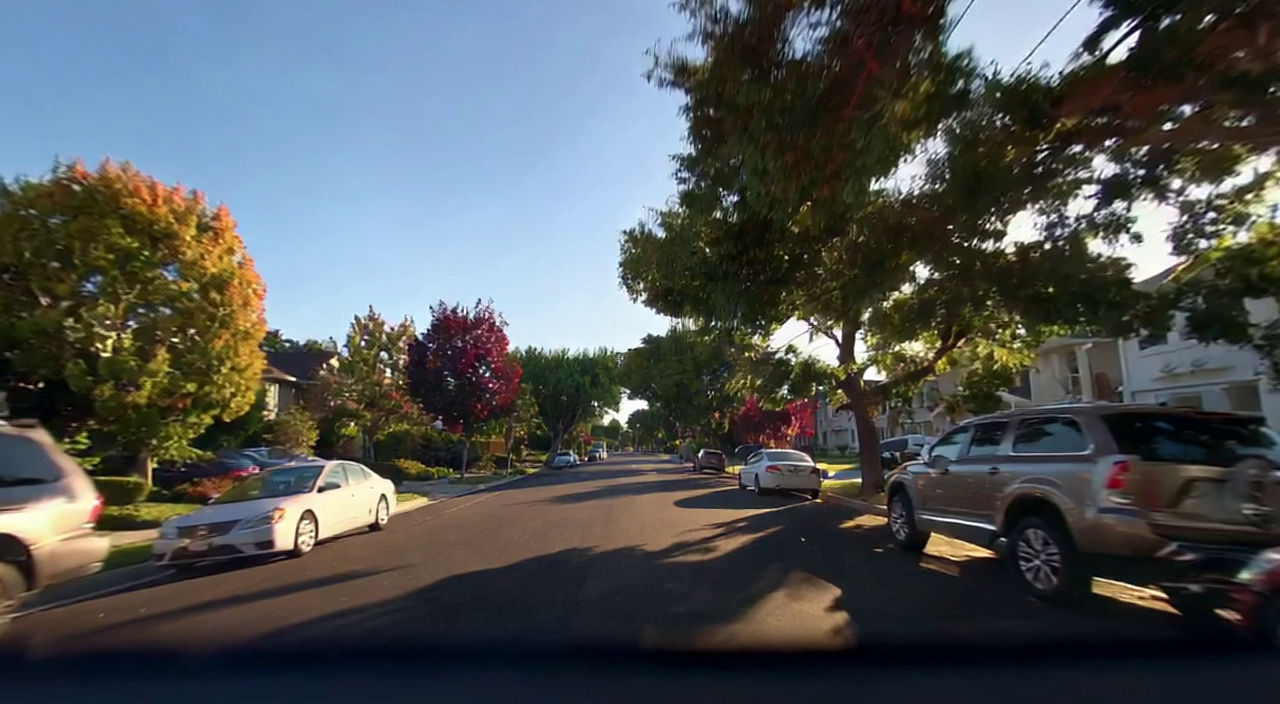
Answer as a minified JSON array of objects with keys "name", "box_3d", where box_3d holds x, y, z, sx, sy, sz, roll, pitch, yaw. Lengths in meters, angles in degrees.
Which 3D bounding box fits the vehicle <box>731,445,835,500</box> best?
[{"name":"vehicle","box_3d":[4.227,3.644,19.606,1.936,1.464,5.141,0,-9,-1]}]

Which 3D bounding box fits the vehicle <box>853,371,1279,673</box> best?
[{"name":"vehicle","box_3d":[4.201,1.431,6.572,2.105,1.836,5.278,0,-9,0]}]

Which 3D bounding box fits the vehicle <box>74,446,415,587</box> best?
[{"name":"vehicle","box_3d":[-5.702,2.372,10.364,2.011,1.465,5.686,-3,-8,0]}]

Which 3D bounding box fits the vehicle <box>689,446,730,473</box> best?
[{"name":"vehicle","box_3d":[4.299,6.726,39.801,2.020,1.558,3.925,1,-9,-2]}]

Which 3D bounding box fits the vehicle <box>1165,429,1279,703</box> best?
[{"name":"vehicle","box_3d":[3.993,0.852,1.380,1.776,1.440,4.525,0,-9,0]}]

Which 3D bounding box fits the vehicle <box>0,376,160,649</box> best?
[{"name":"vehicle","box_3d":[-5.663,1.102,3.848,2.060,1.987,4.815,-2,-8,-6]}]
